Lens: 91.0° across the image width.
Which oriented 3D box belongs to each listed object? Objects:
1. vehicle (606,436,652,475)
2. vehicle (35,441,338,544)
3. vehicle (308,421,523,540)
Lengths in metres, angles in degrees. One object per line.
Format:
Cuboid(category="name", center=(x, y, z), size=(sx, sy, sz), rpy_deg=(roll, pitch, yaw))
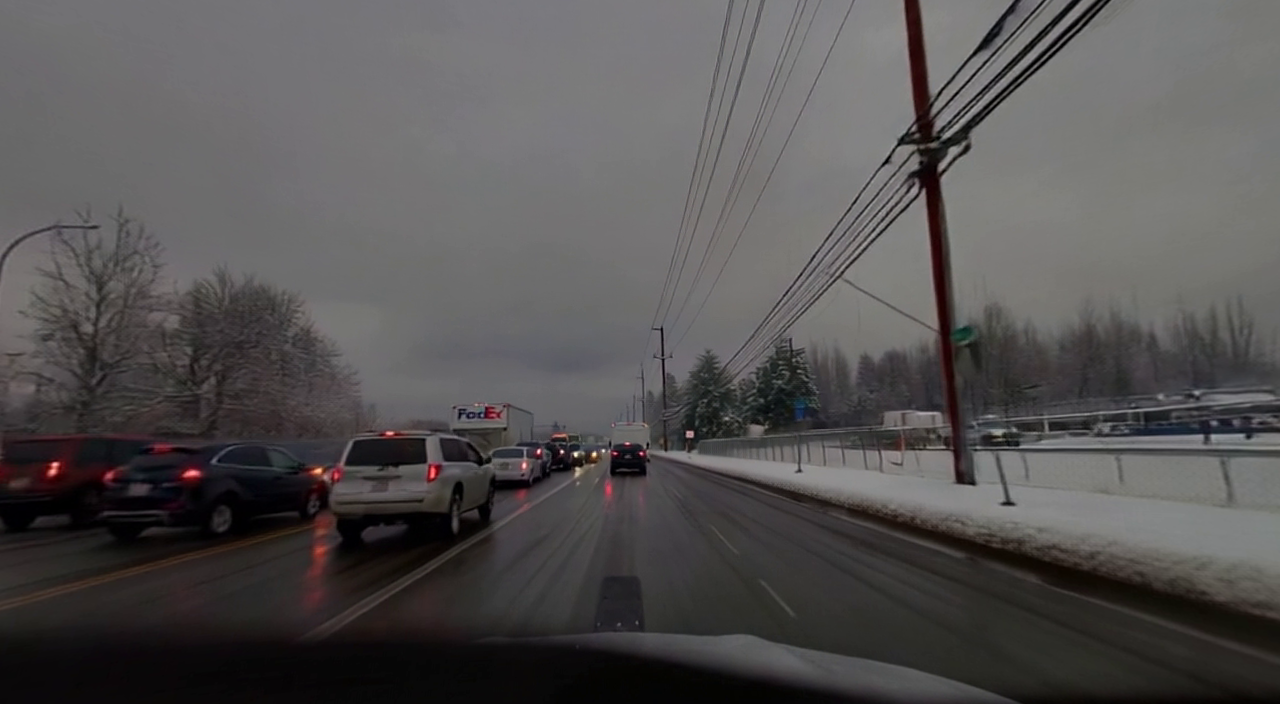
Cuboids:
Cuboid(category="vehicle", center=(-0.538, 4.875, 29.860), size=(2.055, 1.671, 4.147), rpy_deg=(0, -8, -1))
Cuboid(category="vehicle", center=(-7.846, 2.409, 11.744), size=(1.909, 1.473, 5.050), rpy_deg=(0, -8, 0))
Cuboid(category="vehicle", center=(-3.648, 2.183, 11.459), size=(2.057, 1.673, 4.934), rpy_deg=(0, -8, 0))
